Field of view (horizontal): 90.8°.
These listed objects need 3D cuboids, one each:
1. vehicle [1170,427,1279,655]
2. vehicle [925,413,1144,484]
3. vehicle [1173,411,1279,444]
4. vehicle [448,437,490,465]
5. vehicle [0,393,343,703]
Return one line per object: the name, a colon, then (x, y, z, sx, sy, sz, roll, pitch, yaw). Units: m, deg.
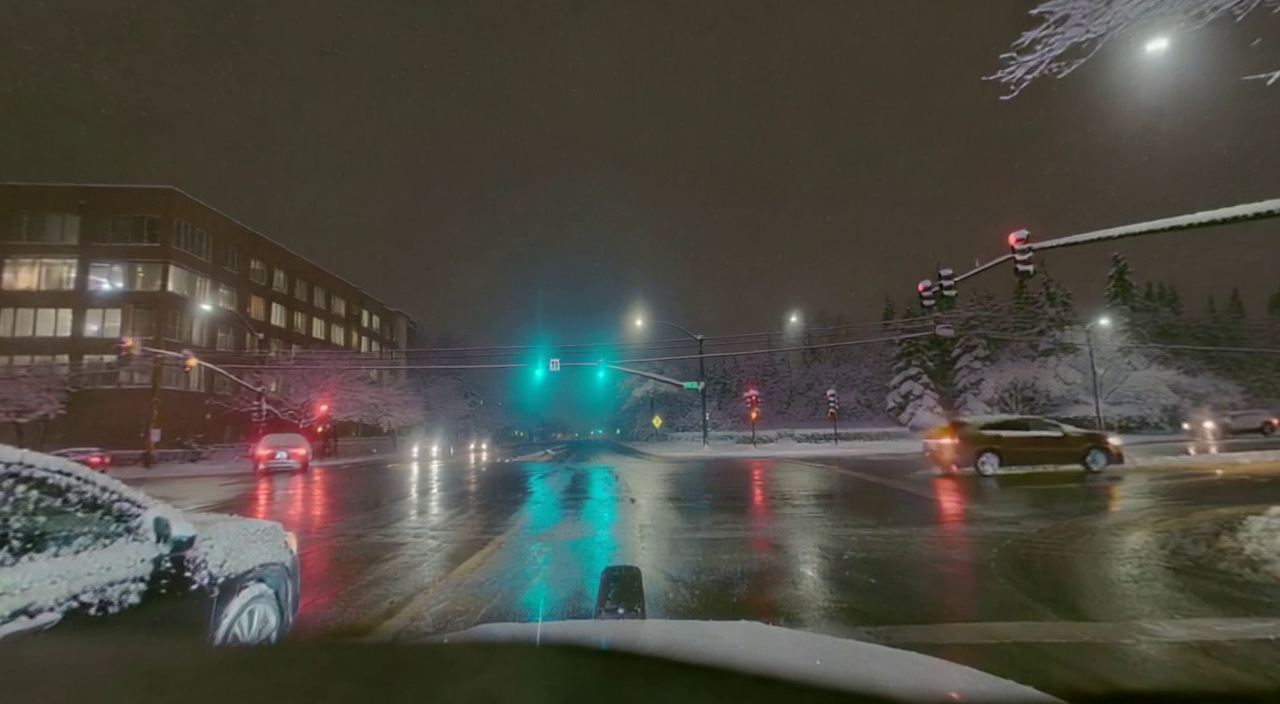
vehicle: (4.935, 0.988, 2.550, 1.949, 1.449, 4.530, -1, -8, 5)
vehicle: (11.082, 2.769, 18.160, 4.778, 1.871, 2.109, -2, -8, 9)
vehicle: (33.178, 4.261, 35.438, 4.611, 1.797, 2.096, 0, -8, -2)
vehicle: (-12.806, 7.421, 47.515, 2.051, 1.715, 4.346, -3, -6, -2)
vehicle: (-3.064, 0.895, 2.149, 1.919, 1.478, 4.720, 0, -8, -1)
